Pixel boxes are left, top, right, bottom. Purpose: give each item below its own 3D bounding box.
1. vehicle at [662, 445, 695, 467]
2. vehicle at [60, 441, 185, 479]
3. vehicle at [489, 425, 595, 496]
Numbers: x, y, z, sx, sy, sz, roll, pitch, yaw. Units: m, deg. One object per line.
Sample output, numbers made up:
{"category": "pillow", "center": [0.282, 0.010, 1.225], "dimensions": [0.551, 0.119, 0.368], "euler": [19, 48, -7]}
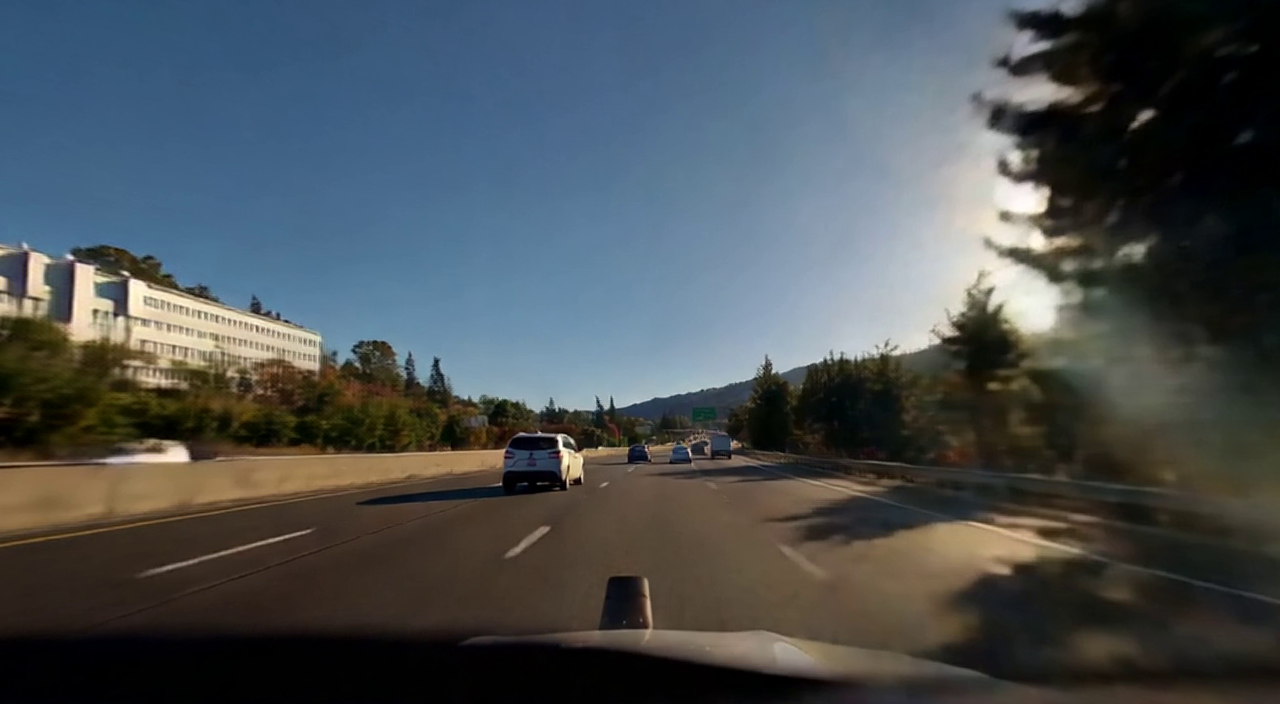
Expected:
{"category": "vehicle", "center": [2.695, 7.151, 43.581], "dimensions": [2.158, 1.458, 3.656], "euler": [-1, -9, 5]}
{"category": "vehicle", "center": [-23.286, 4.862, 28.645], "dimensions": [1.869, 1.599, 4.246], "euler": [-1, -9, 4]}
{"category": "vehicle", "center": [-2.711, 3.186, 18.835], "dimensions": [2.185, 1.823, 4.854], "euler": [0, -9, 3]}
